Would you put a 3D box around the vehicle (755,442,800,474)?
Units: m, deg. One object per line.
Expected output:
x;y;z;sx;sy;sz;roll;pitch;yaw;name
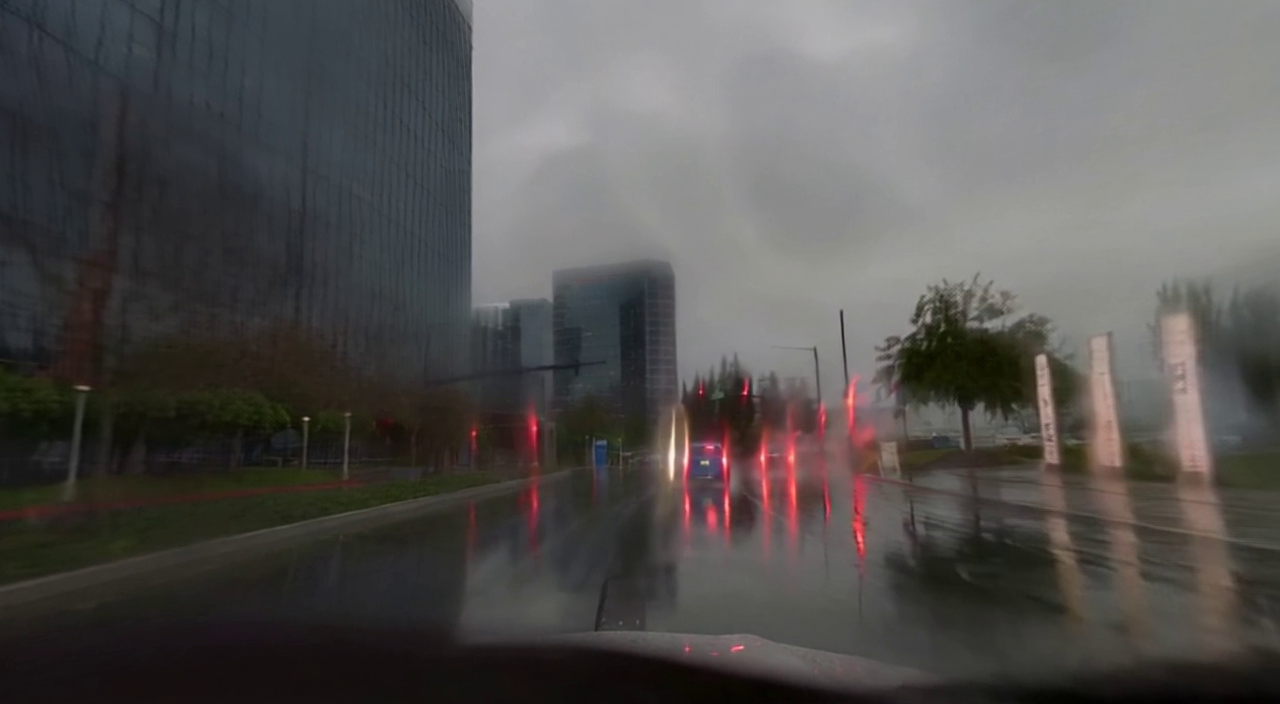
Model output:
6.934;5.386;32.073;1.916;1.492;3.911;-1;-9;8;vehicle

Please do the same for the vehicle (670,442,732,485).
2.331;4.197;23.979;2.127;1.497;4.020;-1;-9;6;vehicle
